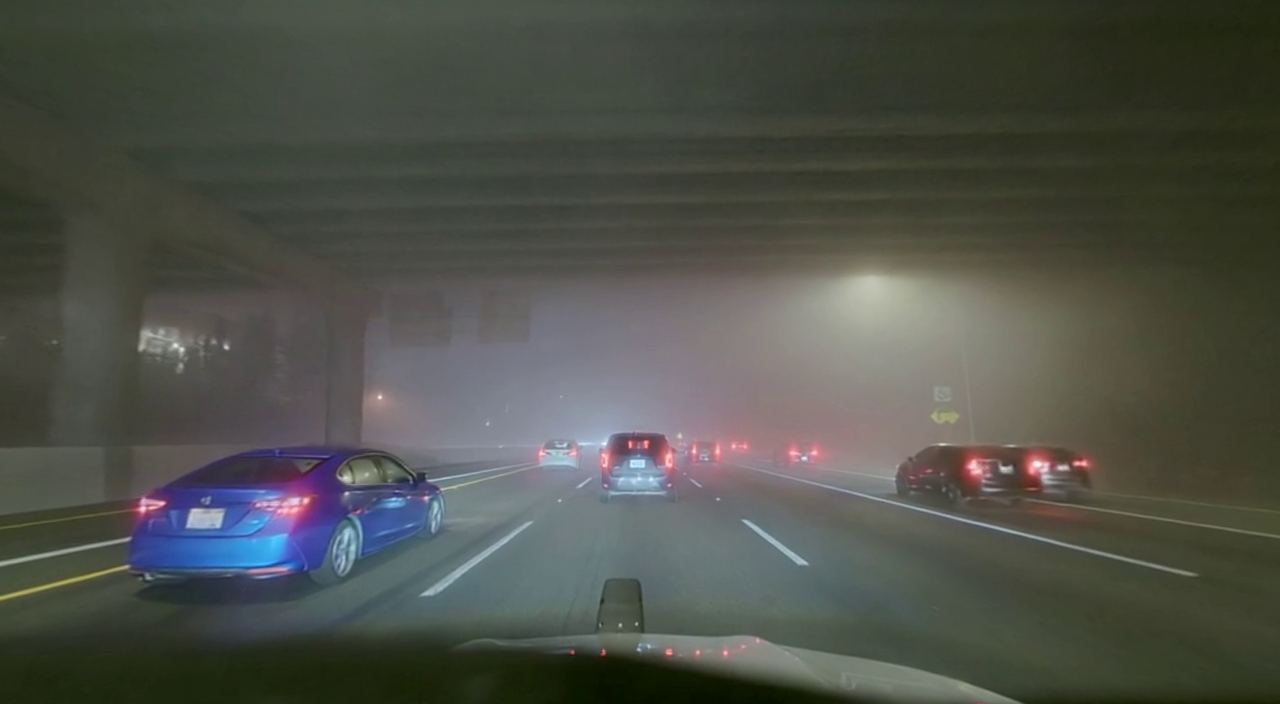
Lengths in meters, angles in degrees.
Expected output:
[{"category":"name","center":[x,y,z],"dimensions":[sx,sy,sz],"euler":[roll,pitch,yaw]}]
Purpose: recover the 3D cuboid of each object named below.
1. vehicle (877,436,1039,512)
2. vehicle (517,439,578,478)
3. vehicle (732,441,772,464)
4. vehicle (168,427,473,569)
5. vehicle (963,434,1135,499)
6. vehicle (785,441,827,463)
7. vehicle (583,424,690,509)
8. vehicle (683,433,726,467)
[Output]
[{"category":"vehicle","center":[7.194,2.769,14.722],"dimensions":[1.880,1.526,3.641],"euler":[0,-9,0]},{"category":"vehicle","center":[-3.902,4.574,27.341],"dimensions":[1.947,1.516,4.295],"euler":[0,-9,1]},{"category":"vehicle","center":[7.704,6.967,43.847],"dimensions":[1.963,1.482,4.436],"euler":[0,-9,0]},{"category":"vehicle","center":[-4.009,1.895,8.980],"dimensions":[1.974,1.478,4.412],"euler":[0,-9,1]},{"category":"vehicle","center":[11.478,3.226,18.139],"dimensions":[1.992,1.625,4.359],"euler":[0,-9,0]},{"category":"vehicle","center":[11.805,7.141,45.027],"dimensions":[1.868,1.468,4.168],"euler":[0,-9,0]},{"category":"vehicle","center":[-0.060,2.651,14.924],"dimensions":[2.181,1.697,4.021],"euler":[0,-9,0]},{"category":"vehicle","center":[3.793,5.855,37.809],"dimensions":[2.069,1.876,4.447],"euler":[0,-9,0]}]
